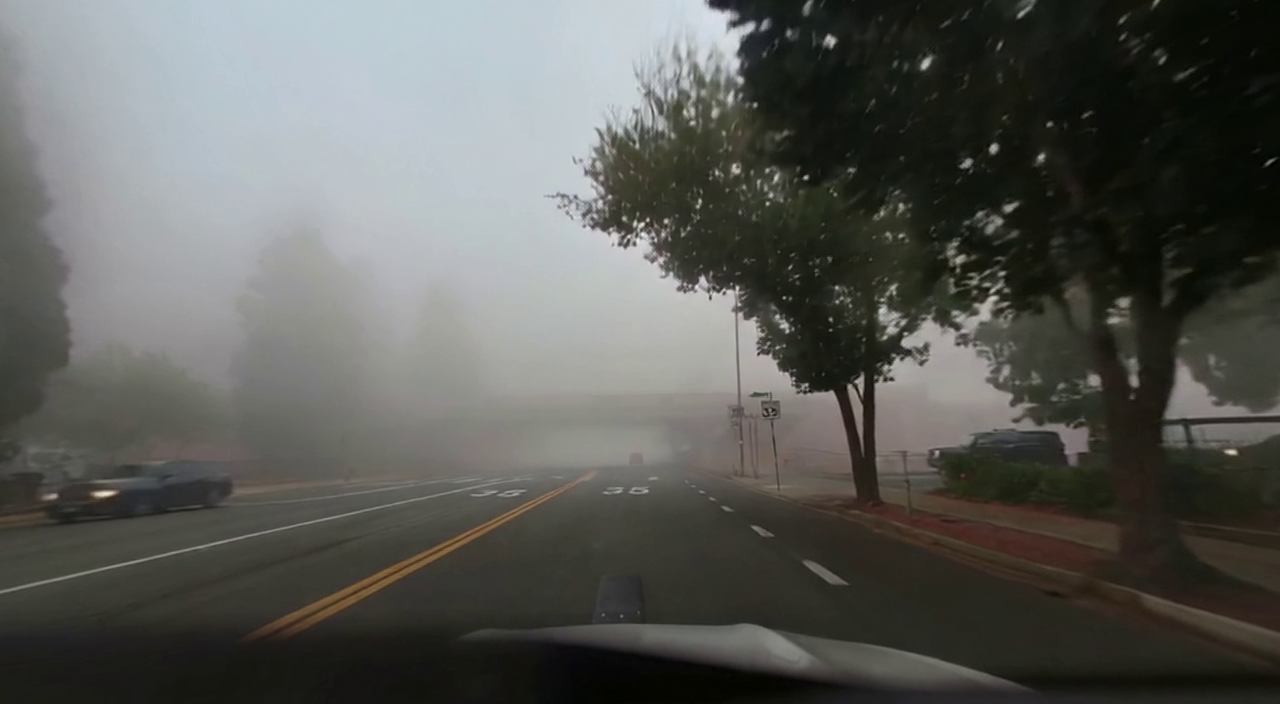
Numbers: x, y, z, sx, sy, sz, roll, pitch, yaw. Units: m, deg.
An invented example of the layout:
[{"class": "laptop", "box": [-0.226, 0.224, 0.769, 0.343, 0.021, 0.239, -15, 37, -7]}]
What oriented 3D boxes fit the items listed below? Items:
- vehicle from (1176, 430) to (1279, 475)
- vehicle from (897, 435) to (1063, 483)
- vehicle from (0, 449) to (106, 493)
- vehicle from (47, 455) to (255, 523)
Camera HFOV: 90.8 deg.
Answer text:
[{"class": "vehicle", "box": [22.893, 3.587, 22.761, 1.866, 1.483, 4.910, 1, -11, -30]}, {"class": "vehicle", "box": [11.434, 3.621, 21.620, 1.809, 1.432, 4.629, 5, -10, -31]}, {"class": "vehicle", "box": [-32.315, 6.421, 34.438, 1.990, 2.165, 4.424, -2, -9, 13]}, {"class": "vehicle", "box": [-13.182, 3.678, 17.544, 1.972, 1.551, 4.755, 0, -9, 0]}]
